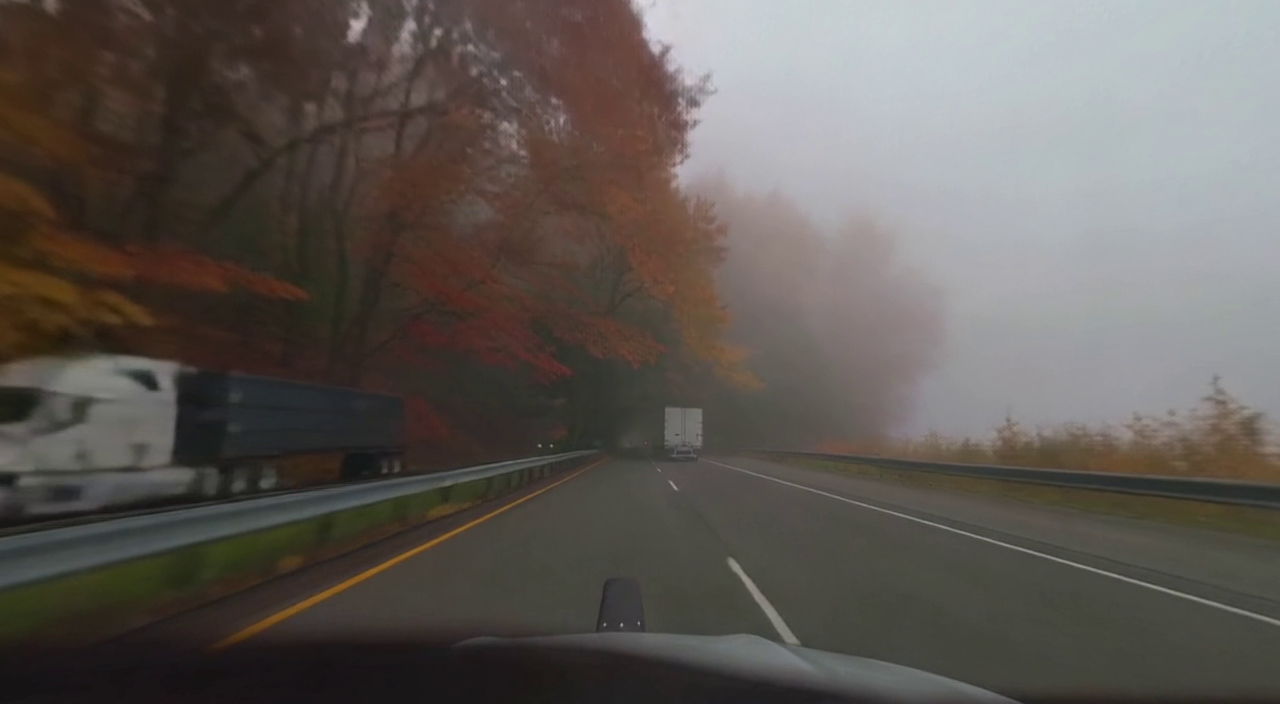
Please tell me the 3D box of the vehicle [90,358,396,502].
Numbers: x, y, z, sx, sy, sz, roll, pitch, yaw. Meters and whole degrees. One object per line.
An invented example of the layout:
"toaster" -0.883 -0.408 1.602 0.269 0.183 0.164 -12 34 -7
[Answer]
"vehicle" -13.857 3.193 24.783 2.963 4.037 14.038 0 -8 0

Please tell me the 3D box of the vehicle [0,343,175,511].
"vehicle" -13.909 1.742 14.697 3.618 3.504 2.875 0 -8 1
